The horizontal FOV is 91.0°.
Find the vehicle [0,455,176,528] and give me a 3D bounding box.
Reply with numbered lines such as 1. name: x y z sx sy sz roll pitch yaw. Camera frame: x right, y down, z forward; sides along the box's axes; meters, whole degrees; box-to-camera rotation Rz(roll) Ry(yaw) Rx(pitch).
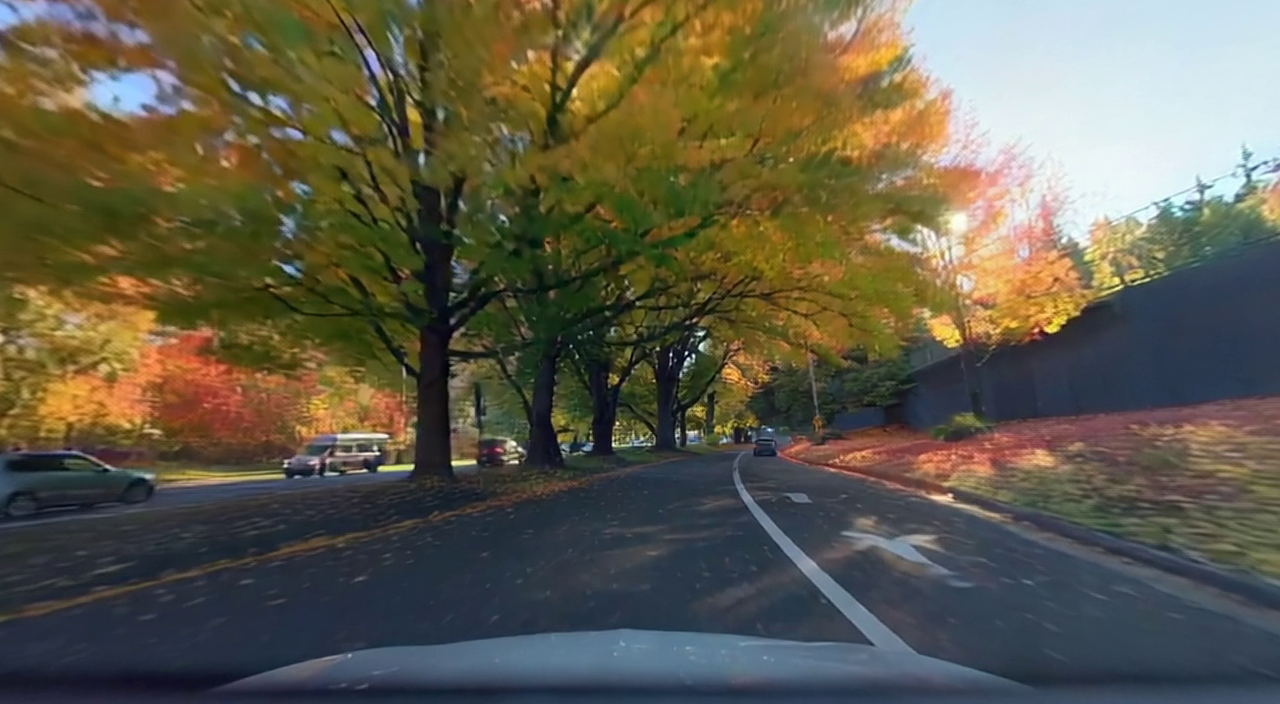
1. vehicle: -14.418 3.356 15.689 1.986 1.500 4.198 -2 -9 14

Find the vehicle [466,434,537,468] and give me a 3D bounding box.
1. vehicle: -8.752 6.294 40.338 2.368 2.012 5.021 -2 -9 14
